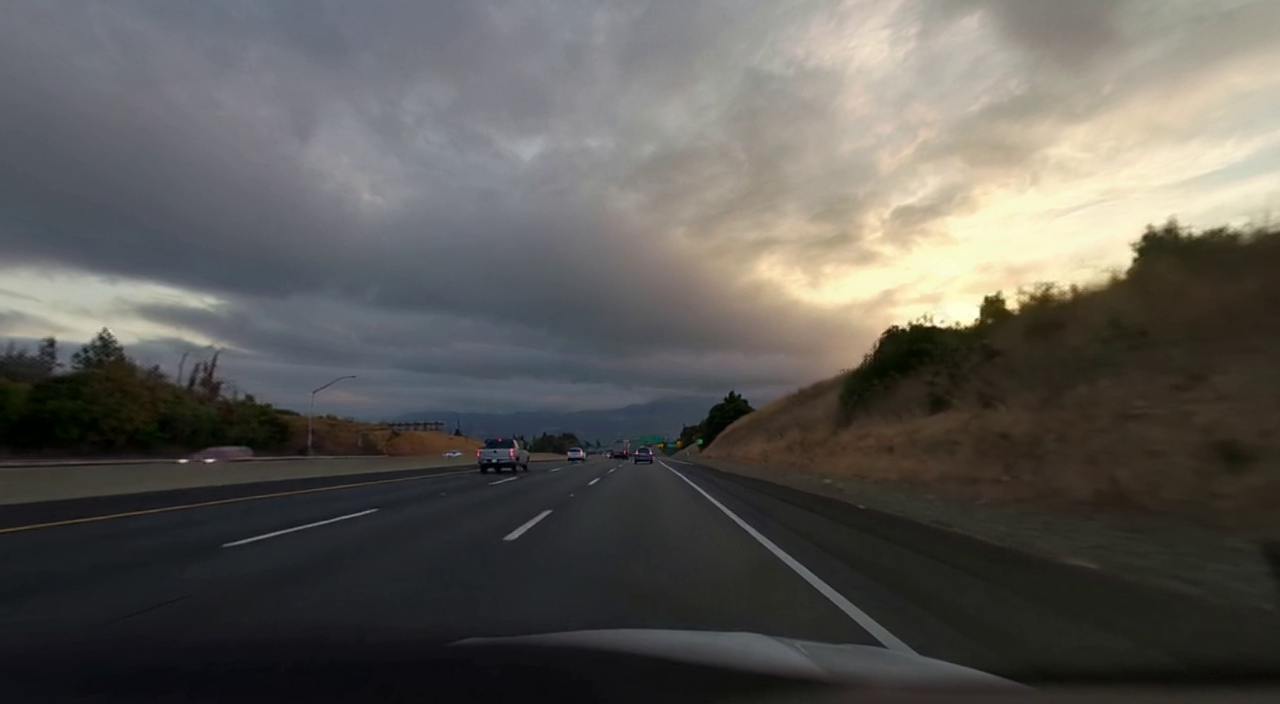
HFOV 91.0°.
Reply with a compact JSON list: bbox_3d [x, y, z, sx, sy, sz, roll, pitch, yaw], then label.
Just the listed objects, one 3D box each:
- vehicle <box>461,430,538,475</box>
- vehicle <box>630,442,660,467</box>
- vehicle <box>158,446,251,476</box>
[{"bbox_3d":[-6.686,4.883,30.852,2.438,1.967,5.596,0,-9,0],"label":"vehicle"},{"bbox_3d":[0.364,7.691,47.367,2.141,1.706,4.065,0,-9,0],"label":"vehicle"},{"bbox_3d":[-24.962,6.234,36.364,1.866,1.557,4.805,0,-9,1],"label":"vehicle"}]
